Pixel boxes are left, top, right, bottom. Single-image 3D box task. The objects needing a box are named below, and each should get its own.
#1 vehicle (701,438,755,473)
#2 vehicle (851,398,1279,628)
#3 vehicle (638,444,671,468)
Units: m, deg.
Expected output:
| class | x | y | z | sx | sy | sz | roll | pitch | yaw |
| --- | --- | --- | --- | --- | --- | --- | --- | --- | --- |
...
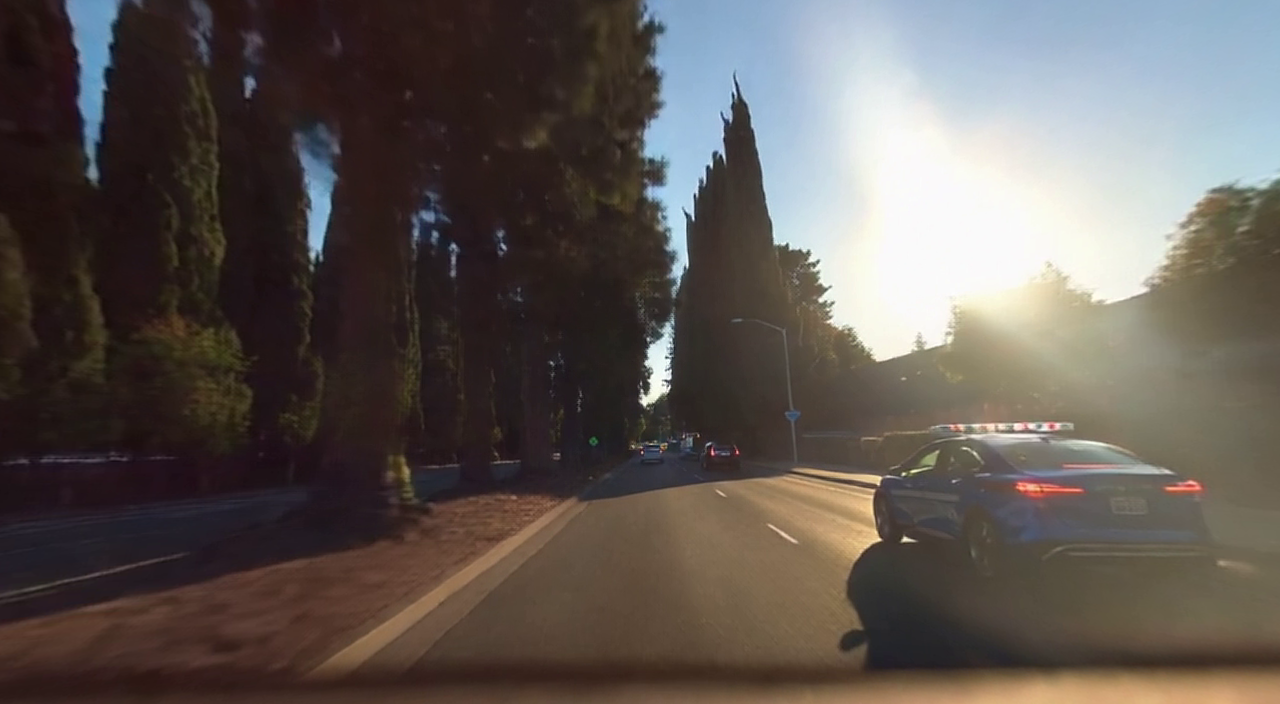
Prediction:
| class | x | y | z | sx | sy | sz | roll | pitch | yaw |
| --- | --- | --- | --- | --- | --- | --- | --- | --- | --- |
| vehicle | 4.441 | 5.311 | 32.449 | 2.110 | 1.666 | 3.912 | 0 | -9 | -1 |
| vehicle | 4.001 | 1.475 | 6.690 | 2.052 | 1.639 | 4.123 | 0 | -9 | 0 |
| vehicle | 0.901 | 6.616 | 40.289 | 2.026 | 1.466 | 4.282 | 0 | -9 | 0 |
